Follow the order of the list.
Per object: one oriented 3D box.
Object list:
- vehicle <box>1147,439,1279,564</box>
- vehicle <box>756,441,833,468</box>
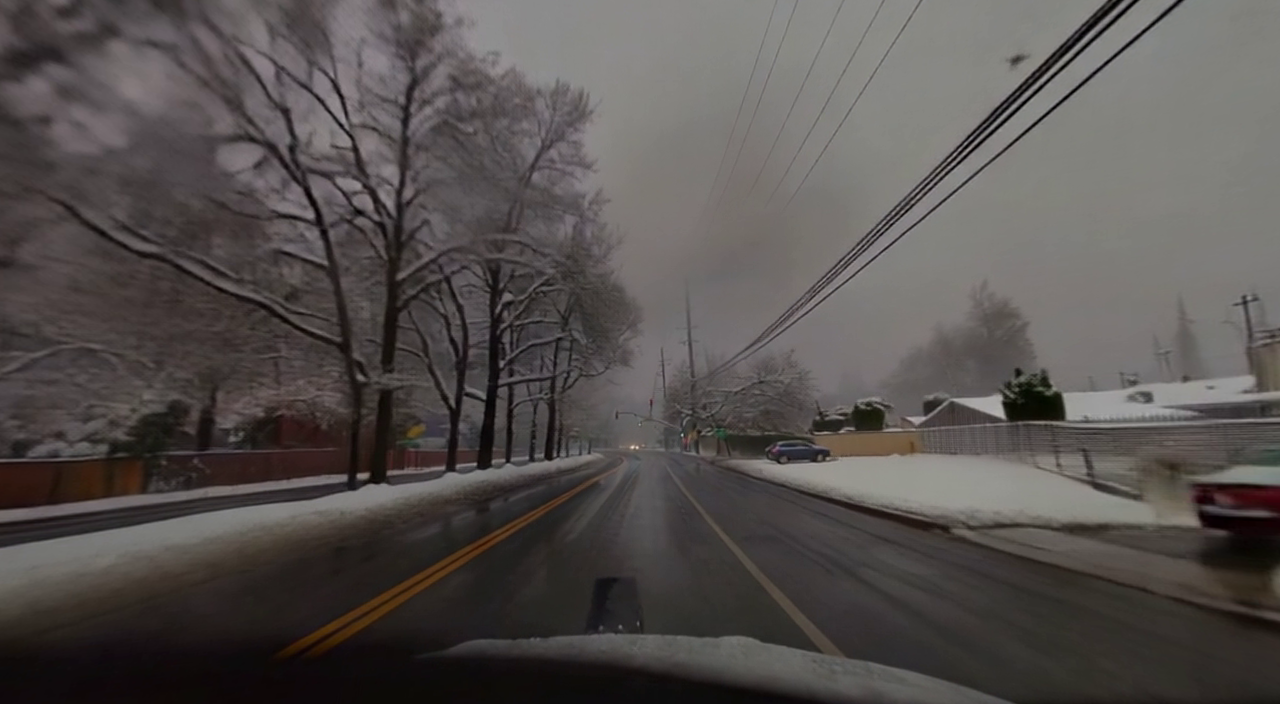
[{"bbox_3d":[9.316,1.856,8.113,4.159,1.408,1.822,1,-9,-5],"label":"vehicle"},{"bbox_3d":[9.843,6.553,40.423,4.387,1.680,1.958,1,-9,-3],"label":"vehicle"}]
